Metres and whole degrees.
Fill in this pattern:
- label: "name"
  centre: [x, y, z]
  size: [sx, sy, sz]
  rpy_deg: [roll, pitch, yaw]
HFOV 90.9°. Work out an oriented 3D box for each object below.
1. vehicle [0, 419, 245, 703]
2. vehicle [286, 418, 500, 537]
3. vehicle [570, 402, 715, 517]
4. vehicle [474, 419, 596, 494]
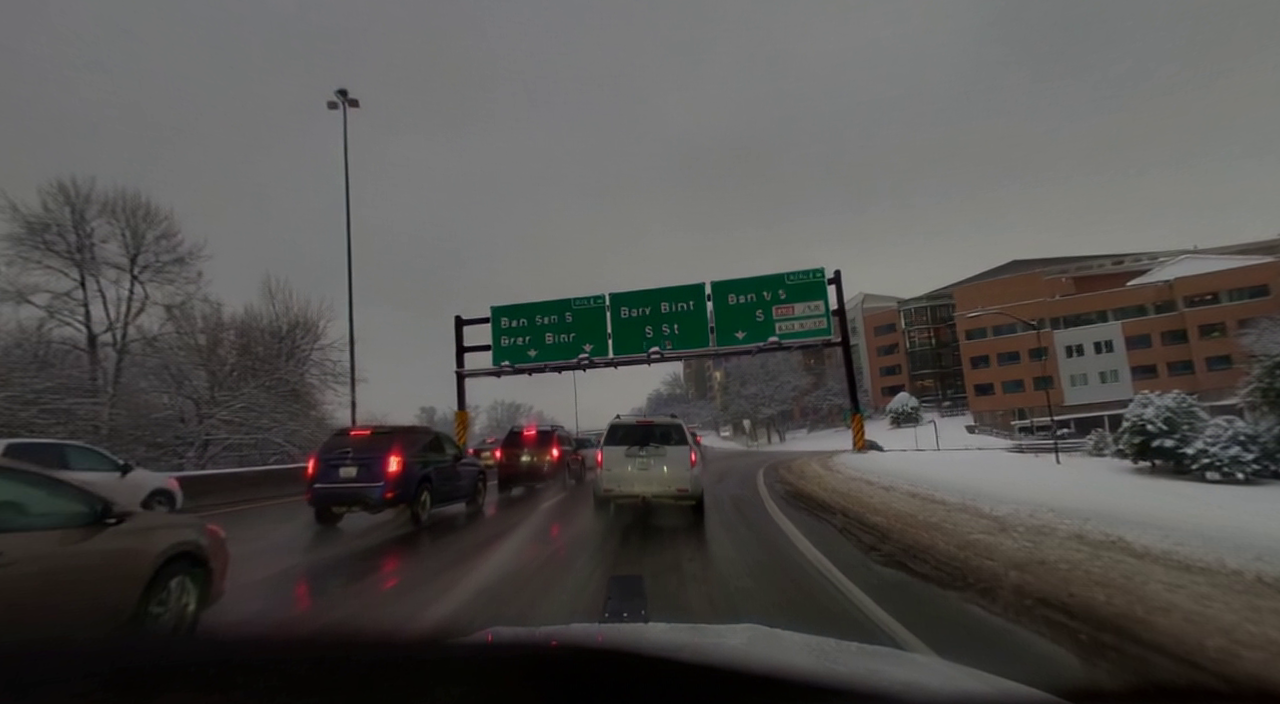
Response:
- label: "vehicle"
  centre: [-4.177, 1.020, 2.737]
  size: [2.087, 1.481, 4.225]
  rpy_deg: [0, -9, 2]
- label: "vehicle"
  centre: [-4.132, 2.175, 11.516]
  size: [1.953, 1.729, 4.377]
  rpy_deg: [0, -9, 3]
- label: "vehicle"
  centre: [0.145, 2.388, 14.419]
  size: [2.616, 2.063, 5.933]
  rpy_deg: [0, -9, 2]
- label: "vehicle"
  centre: [-2.939, 3.149, 19.352]
  size: [2.286, 1.931, 5.729]
  rpy_deg: [-1, -9, 5]
